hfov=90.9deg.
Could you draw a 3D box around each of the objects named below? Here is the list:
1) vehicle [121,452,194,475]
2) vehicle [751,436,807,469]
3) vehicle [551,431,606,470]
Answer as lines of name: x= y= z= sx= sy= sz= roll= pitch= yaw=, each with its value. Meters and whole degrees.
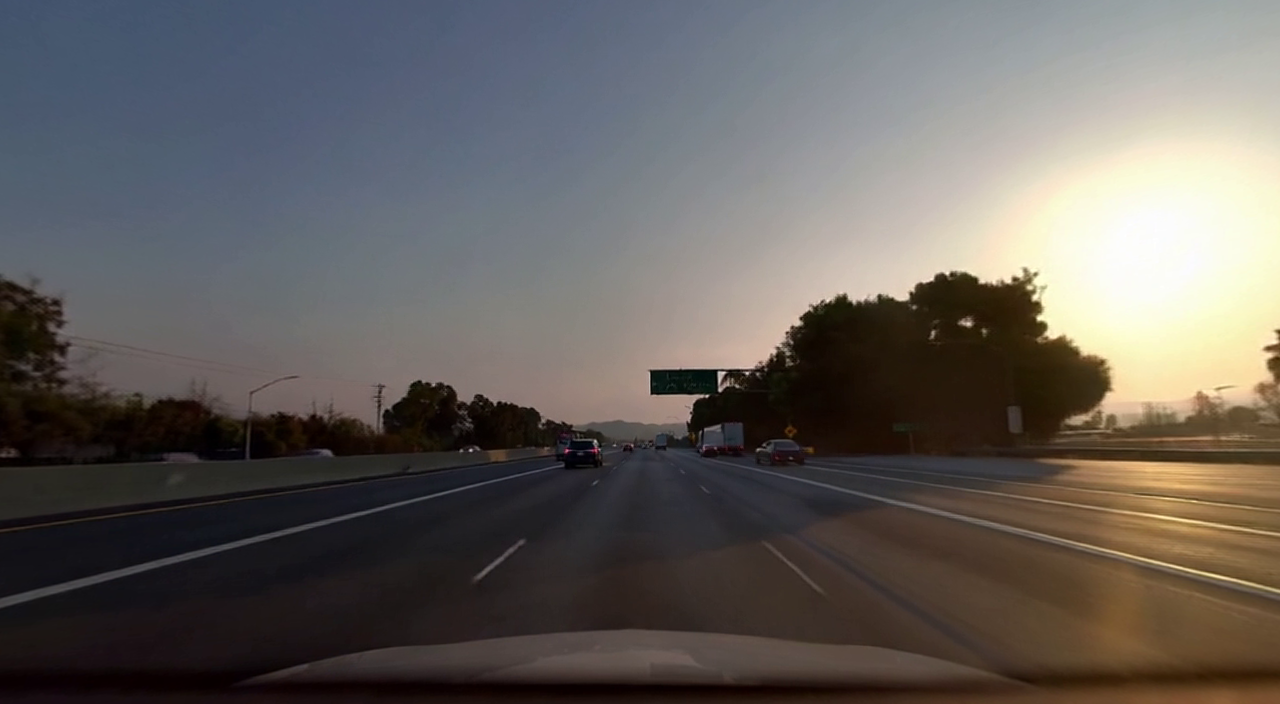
vehicle: x=-35.375 y=8.169 z=46.350 sx=1.798 sy=1.499 sz=4.543 roll=0 pitch=-8 yaw=-1
vehicle: x=7.625 y=5.542 z=34.950 sx=2.063 sy=1.706 sz=4.259 roll=0 pitch=-8 yaw=-1
vehicle: x=-3.313 y=5.453 z=35.104 sx=2.453 sy=1.952 sz=5.320 roll=0 pitch=-8 yaw=1
